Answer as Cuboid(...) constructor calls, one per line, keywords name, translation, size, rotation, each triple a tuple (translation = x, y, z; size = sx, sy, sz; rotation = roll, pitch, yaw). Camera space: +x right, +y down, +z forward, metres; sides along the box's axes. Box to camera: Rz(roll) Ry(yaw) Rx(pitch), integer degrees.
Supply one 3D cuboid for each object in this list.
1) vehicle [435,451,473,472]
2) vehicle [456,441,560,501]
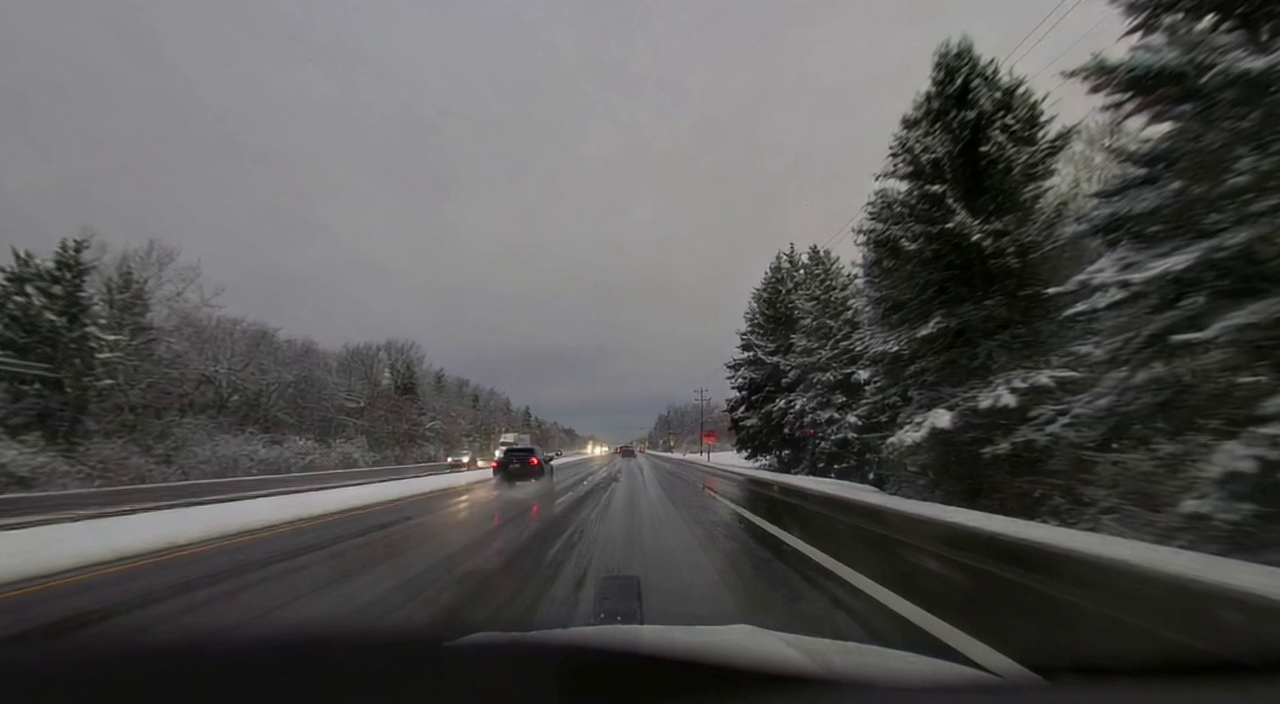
Cuboid(name="vehicle", translation=(-13.276, 7.823, 44.845), size=(1.642, 1.383, 3.633), rotation=(0, -9, -1))
Cuboid(name="vehicle", translation=(-3.715, 3.438, 18.534), size=(2.123, 1.545, 4.404), rotation=(0, -9, 0))
